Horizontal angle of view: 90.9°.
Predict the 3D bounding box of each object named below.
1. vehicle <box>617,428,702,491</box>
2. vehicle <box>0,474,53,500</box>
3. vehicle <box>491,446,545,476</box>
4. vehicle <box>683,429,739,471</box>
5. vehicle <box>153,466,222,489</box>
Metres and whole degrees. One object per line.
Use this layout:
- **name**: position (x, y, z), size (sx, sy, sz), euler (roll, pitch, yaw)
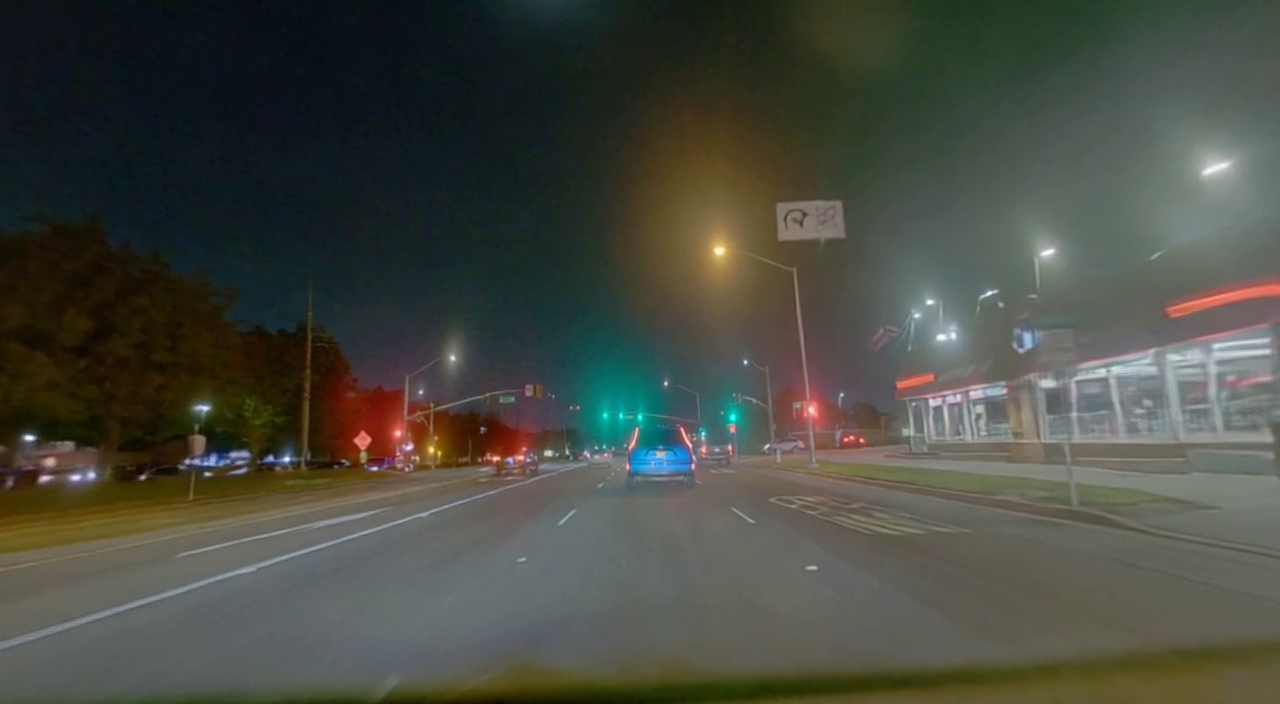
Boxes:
- **vehicle**: position (0.555, 3.554, 21.267), size (2.513, 1.854, 5.235), euler (0, -8, -1)
- **vehicle**: position (-41.026, 8.721, 40.714), size (1.792, 1.450, 4.553), euler (0, -8, 2)
- **vehicle**: position (-6.542, 5.875, 34.332), size (1.966, 1.461, 4.422), euler (0, -8, 1)
- **vehicle**: position (3.910, 5.576, 36.102), size (2.452, 2.148, 5.877), euler (0, -8, -1)
- **vehicle**: position (-33.306, 9.239, 46.442), size (4.542, 1.475, 1.903), euler (-4, -9, 22)
